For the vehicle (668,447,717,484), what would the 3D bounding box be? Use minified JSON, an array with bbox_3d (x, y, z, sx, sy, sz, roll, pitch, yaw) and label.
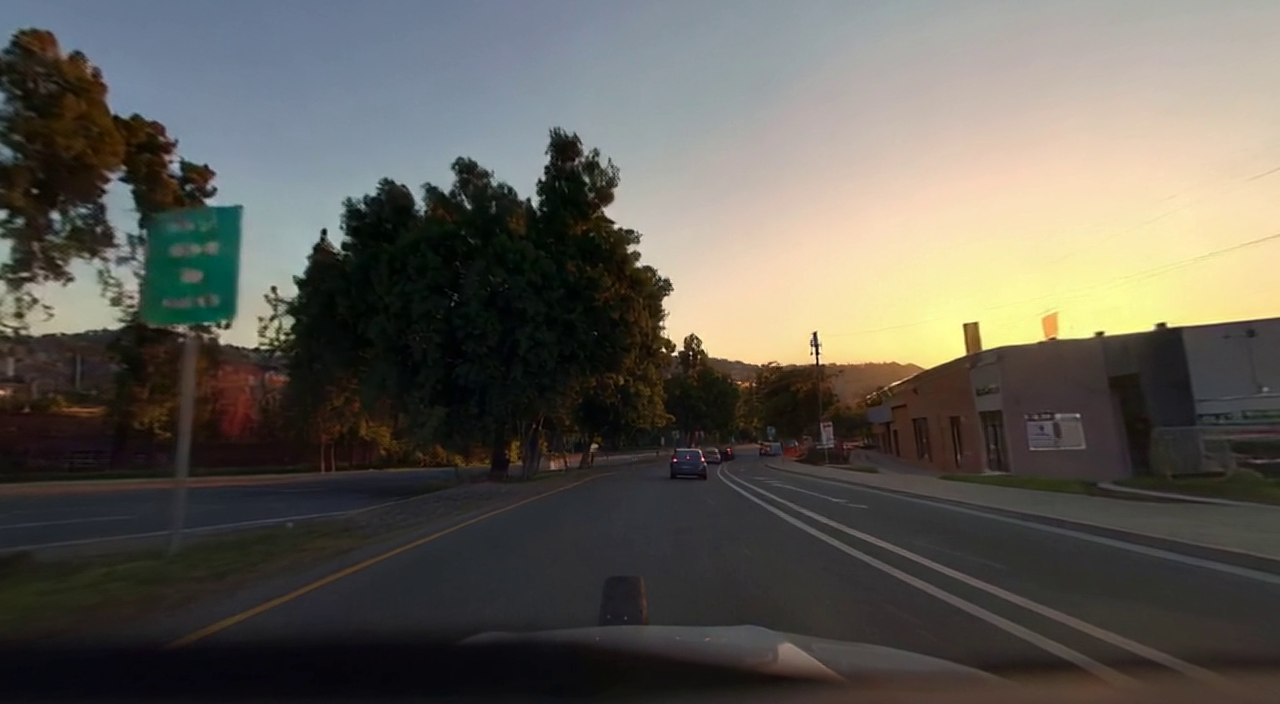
[{"bbox_3d":[2.302,4.974,28.023,1.956,1.473,4.640,-1,-8,4],"label":"vehicle"}]
